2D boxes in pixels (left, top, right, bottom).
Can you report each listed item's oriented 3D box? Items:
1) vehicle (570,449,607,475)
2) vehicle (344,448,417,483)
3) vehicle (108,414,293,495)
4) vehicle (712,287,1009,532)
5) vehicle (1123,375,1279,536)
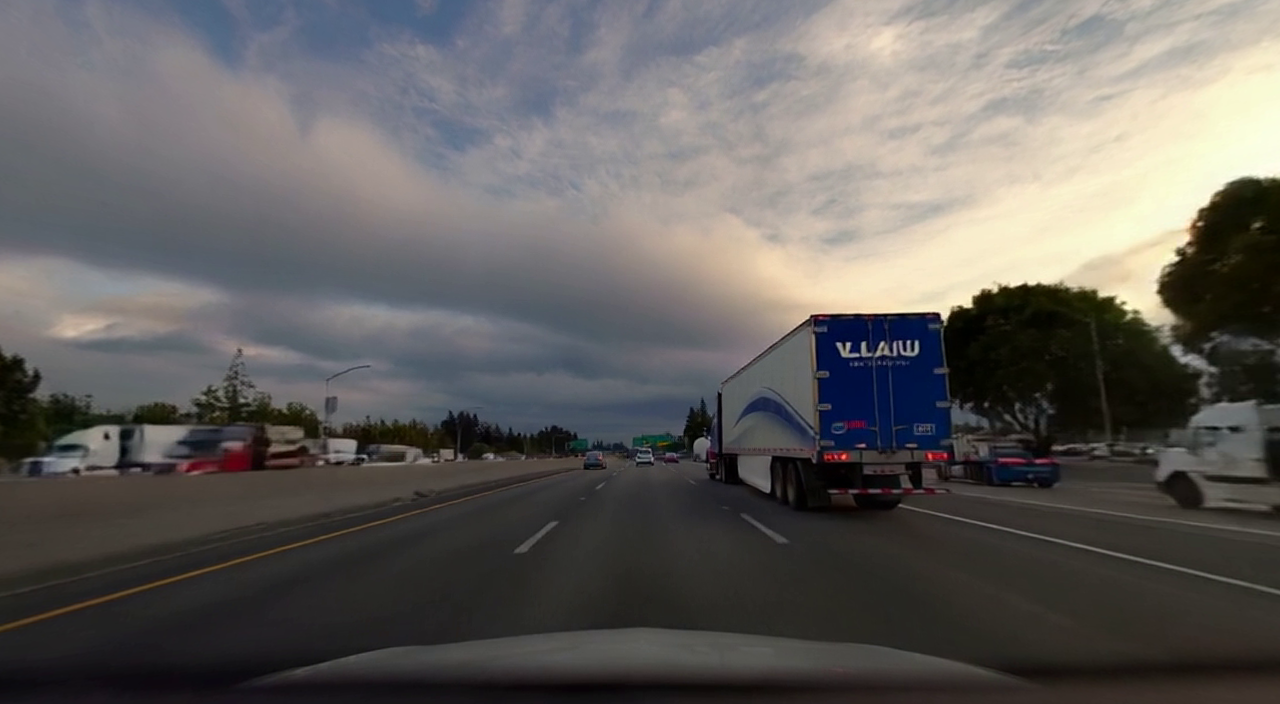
[{"bbox_3d":[-3.377,7.308,42.261,2.107,1.626,4.804,0,-9,0],"label":"vehicle"},{"bbox_3d":[-11.376,4.987,27.835,1.703,1.402,3.514,0,-9,0],"label":"vehicle"},{"bbox_3d":[-15.828,3.759,23.306,2.519,2.602,5.775,0,-9,1],"label":"vehicle"},{"bbox_3d":[4.409,2.000,17.548,2.847,4.075,14.244,0,-9,-1],"label":"vehicle"},{"bbox_3d":[17.880,2.286,13.806,2.856,4.064,14.685,0,-9,0],"label":"vehicle"}]
